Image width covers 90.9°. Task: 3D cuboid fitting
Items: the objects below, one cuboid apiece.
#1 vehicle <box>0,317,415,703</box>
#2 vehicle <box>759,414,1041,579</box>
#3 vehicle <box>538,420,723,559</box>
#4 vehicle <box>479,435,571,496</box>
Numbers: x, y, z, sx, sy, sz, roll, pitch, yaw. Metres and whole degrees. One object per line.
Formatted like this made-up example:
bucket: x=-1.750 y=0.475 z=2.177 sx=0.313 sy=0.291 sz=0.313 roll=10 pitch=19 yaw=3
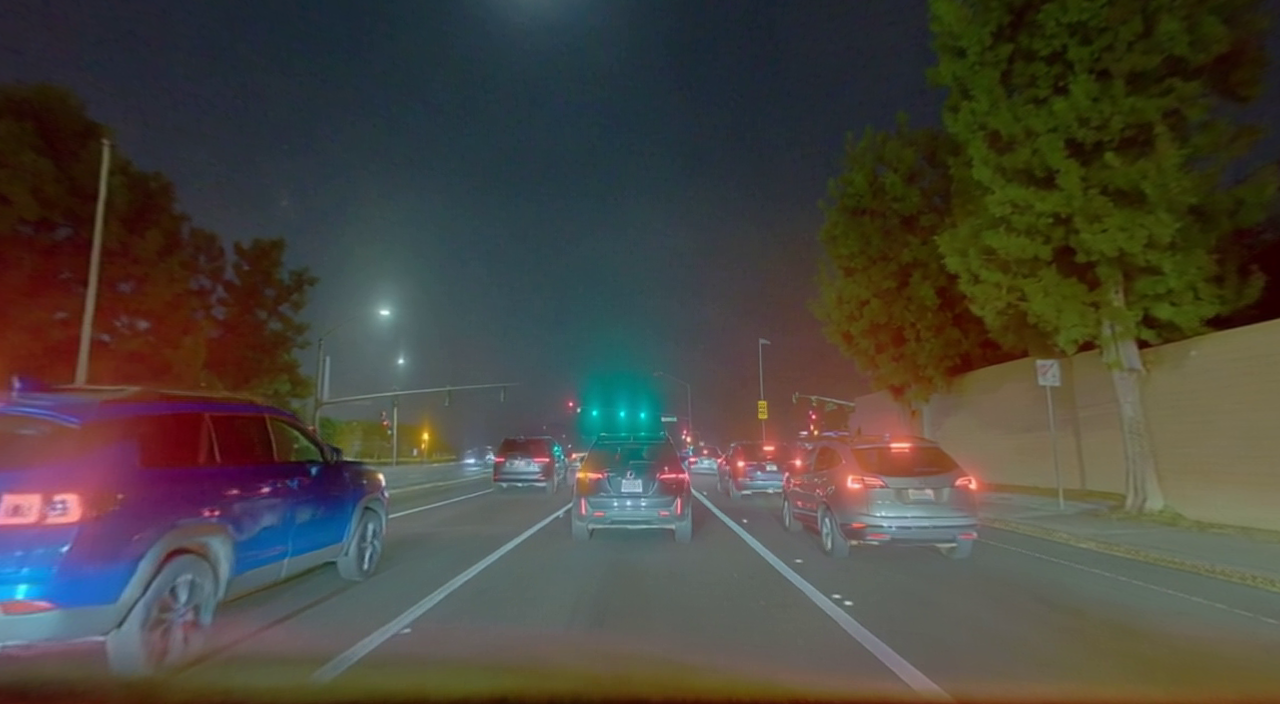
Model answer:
vehicle: x=-3.589 y=1.122 z=4.818 sx=2.070 sy=1.913 sz=4.450 roll=0 pitch=-8 yaw=0
vehicle: x=3.119 y=1.818 z=8.767 sx=2.029 sy=1.702 sz=4.281 roll=0 pitch=-8 yaw=-1
vehicle: x=-0.089 y=1.967 z=9.714 sx=2.245 sy=1.677 sz=3.913 roll=0 pitch=-8 yaw=1
vehicle: x=-3.622 y=3.672 z=20.784 sx=2.067 sy=1.759 sz=4.631 roll=0 pitch=-8 yaw=1
